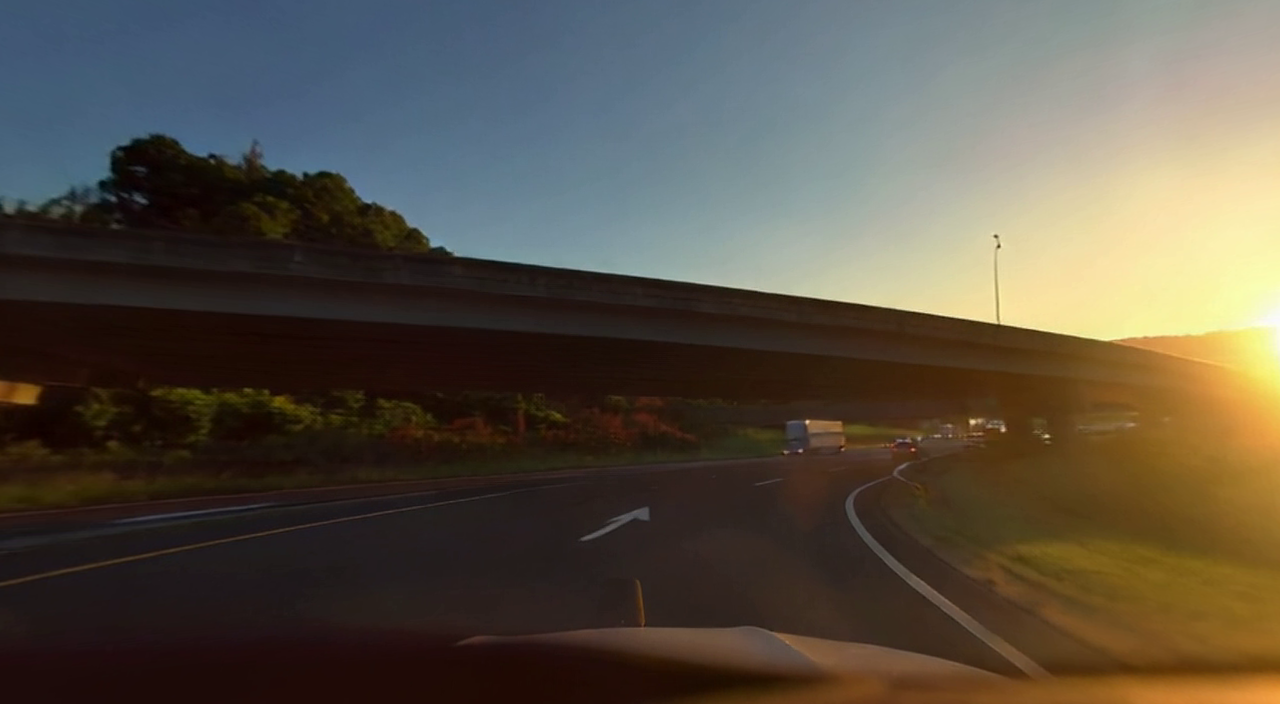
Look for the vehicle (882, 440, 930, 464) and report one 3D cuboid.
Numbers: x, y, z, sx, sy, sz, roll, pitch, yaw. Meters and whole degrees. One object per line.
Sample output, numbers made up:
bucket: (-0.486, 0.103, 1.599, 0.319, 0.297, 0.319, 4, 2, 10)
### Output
vehicle: (16.616, 6.213, 39.234, 1.807, 1.427, 3.645, -7, -11, 36)
